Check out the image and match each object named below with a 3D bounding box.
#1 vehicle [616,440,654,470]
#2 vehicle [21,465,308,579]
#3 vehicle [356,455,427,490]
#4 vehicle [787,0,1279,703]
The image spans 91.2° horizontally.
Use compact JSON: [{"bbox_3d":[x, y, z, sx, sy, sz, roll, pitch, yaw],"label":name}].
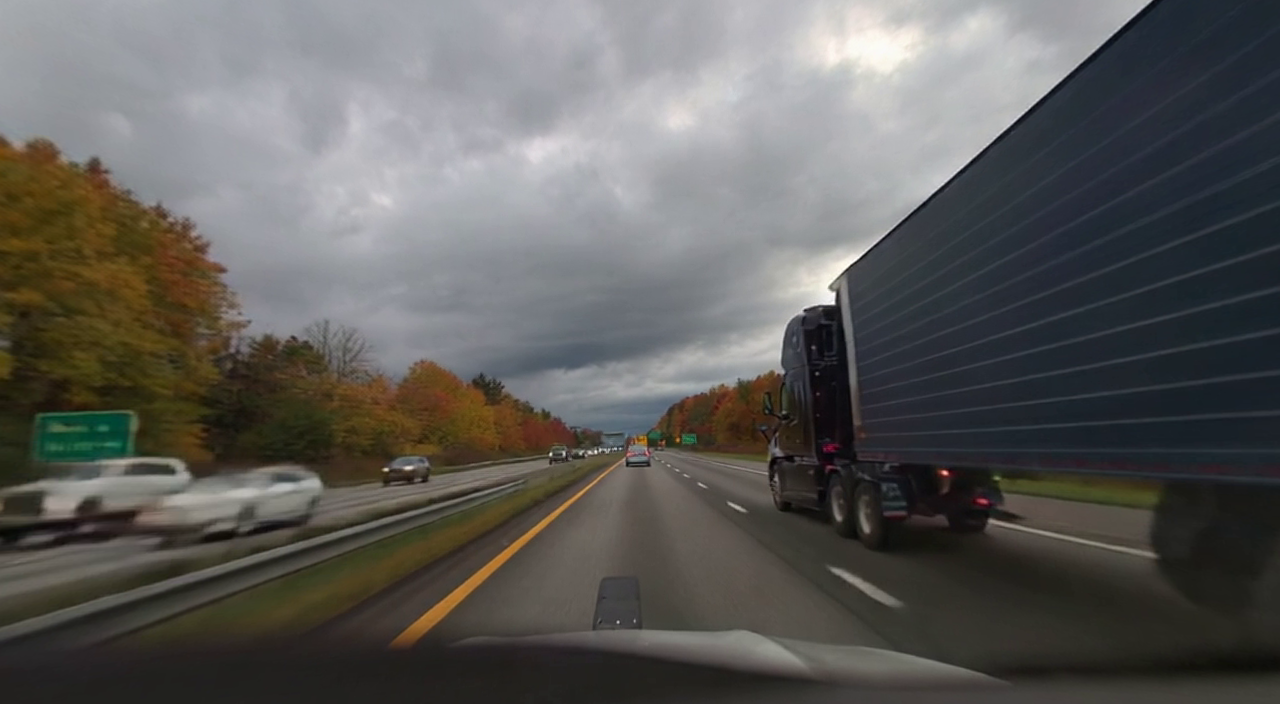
[{"bbox_3d":[-0.307,6.274,38.393,2.168,1.705,4.272,0,-9,-1],"label":"vehicle"},{"bbox_3d":[-8.387,2.982,11.756,1.914,1.540,4.471,0,-9,-1],"label":"vehicle"},{"bbox_3d":[-13.570,6.566,34.501,1.999,1.686,4.588,-1,-9,0],"label":"vehicle"},{"bbox_3d":[4.591,0.121,5.616,2.910,4.090,14.063,0,-9,-1],"label":"vehicle"}]
